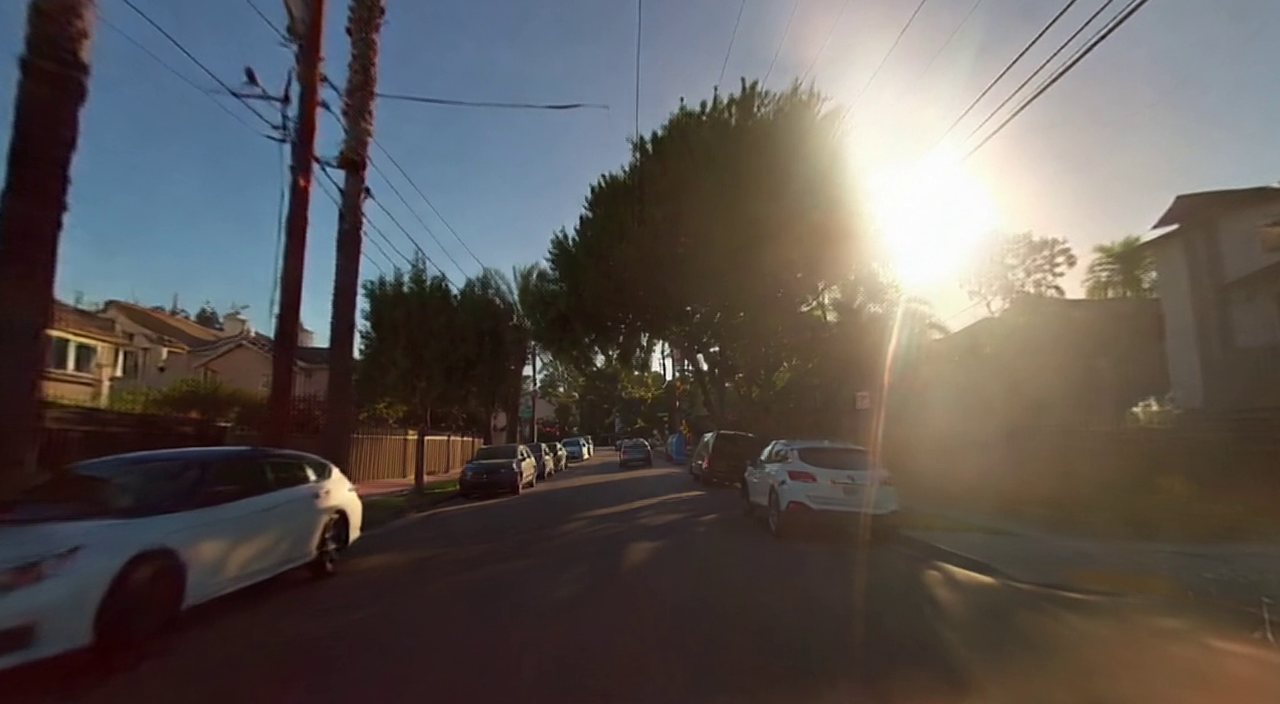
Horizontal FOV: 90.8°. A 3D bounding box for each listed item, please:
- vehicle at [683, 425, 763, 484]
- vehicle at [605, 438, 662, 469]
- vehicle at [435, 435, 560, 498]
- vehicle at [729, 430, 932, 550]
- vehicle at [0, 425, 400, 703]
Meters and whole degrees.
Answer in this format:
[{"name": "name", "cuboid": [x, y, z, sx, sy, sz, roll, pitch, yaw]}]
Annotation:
[{"name": "vehicle", "cuboid": [3.005, 3.903, 24.258, 2.292, 1.981, 5.277, 0, -8, -1]}, {"name": "vehicle", "cuboid": [-0.432, 5.299, 33.297, 2.081, 1.483, 4.599, 2, -8, -12]}, {"name": "vehicle", "cuboid": [-3.924, 3.258, 18.551, 2.130, 1.543, 5.386, 0, -8, 3]}, {"name": "vehicle", "cuboid": [2.937, 2.231, 11.017, 2.060, 1.614, 4.652, 0, -8, 0]}, {"name": "vehicle", "cuboid": [-4.156, 1.546, 5.948, 1.769, 1.551, 5.040, 0, -8, 0]}]
